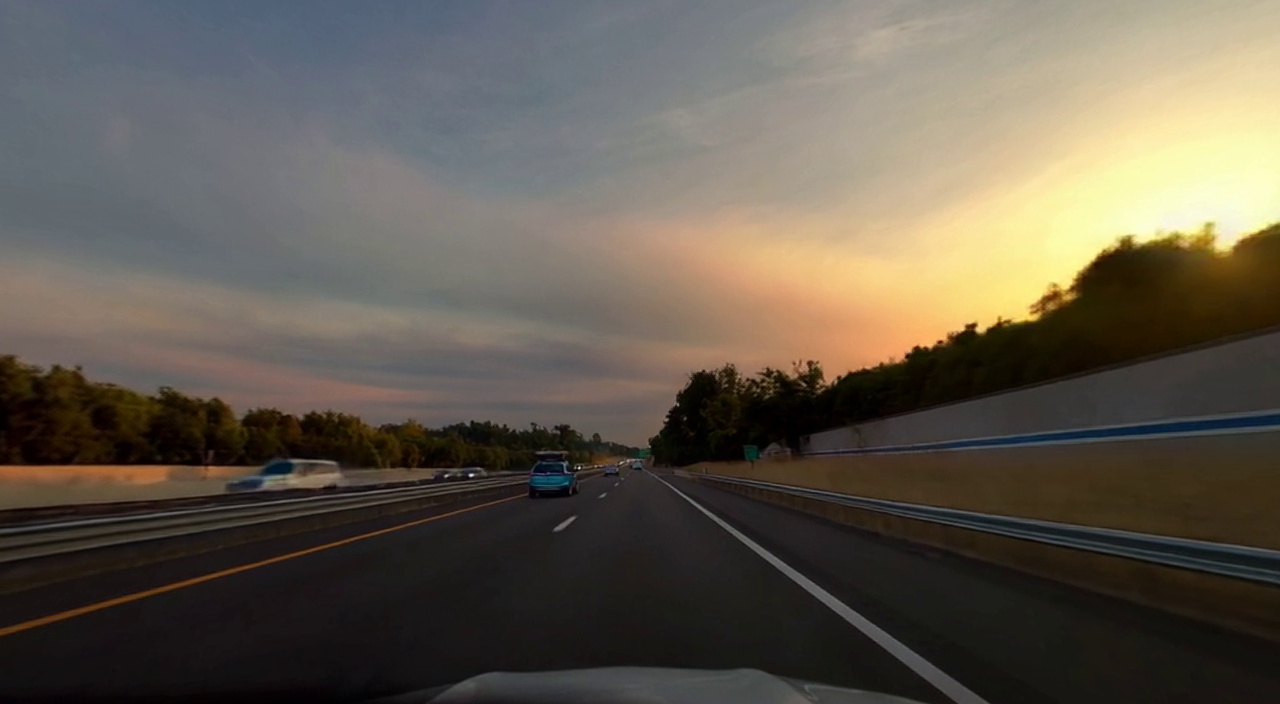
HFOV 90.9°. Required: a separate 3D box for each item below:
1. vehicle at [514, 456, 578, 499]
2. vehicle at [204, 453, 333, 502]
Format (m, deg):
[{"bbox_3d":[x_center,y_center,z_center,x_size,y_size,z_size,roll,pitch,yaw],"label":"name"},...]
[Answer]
[{"bbox_3d":[-3.945,5.383,27.246,2.022,1.650,4.331,0,-10,1],"label":"vehicle"},{"bbox_3d":[-12.745,4.342,21.964,1.862,1.501,4.229,1,-10,0],"label":"vehicle"}]
